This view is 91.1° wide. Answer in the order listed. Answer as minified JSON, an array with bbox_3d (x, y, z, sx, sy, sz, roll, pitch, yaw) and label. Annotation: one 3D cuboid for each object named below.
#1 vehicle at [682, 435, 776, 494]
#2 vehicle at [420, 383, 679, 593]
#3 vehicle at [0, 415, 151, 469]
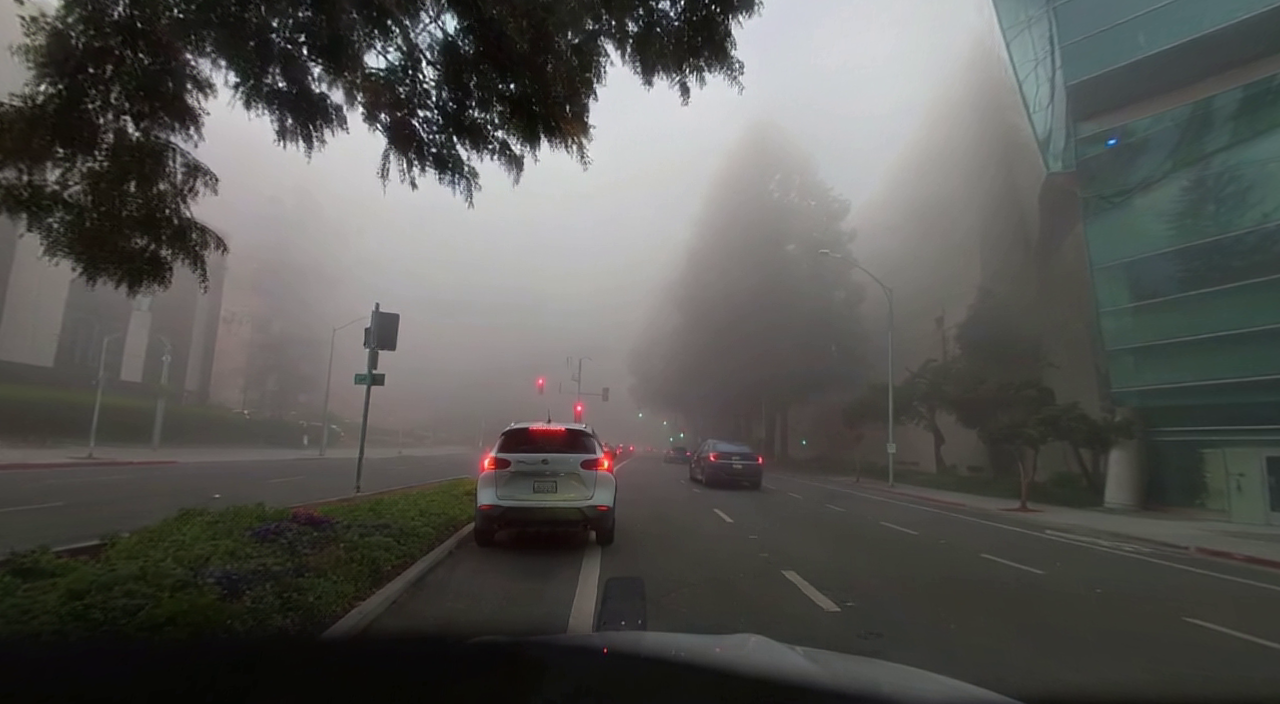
[{"bbox_3d":[3.019,3.938,22.426,2.301,1.716,4.856,4,-9,-4],"label":"vehicle"},{"bbox_3d":[-1.140,1.557,8.104,2.275,1.819,4.883,1,-9,-9],"label":"vehicle"},{"bbox_3d":[-18.844,2.954,20.440,1.911,1.542,4.748,0,-8,1],"label":"vehicle"}]
